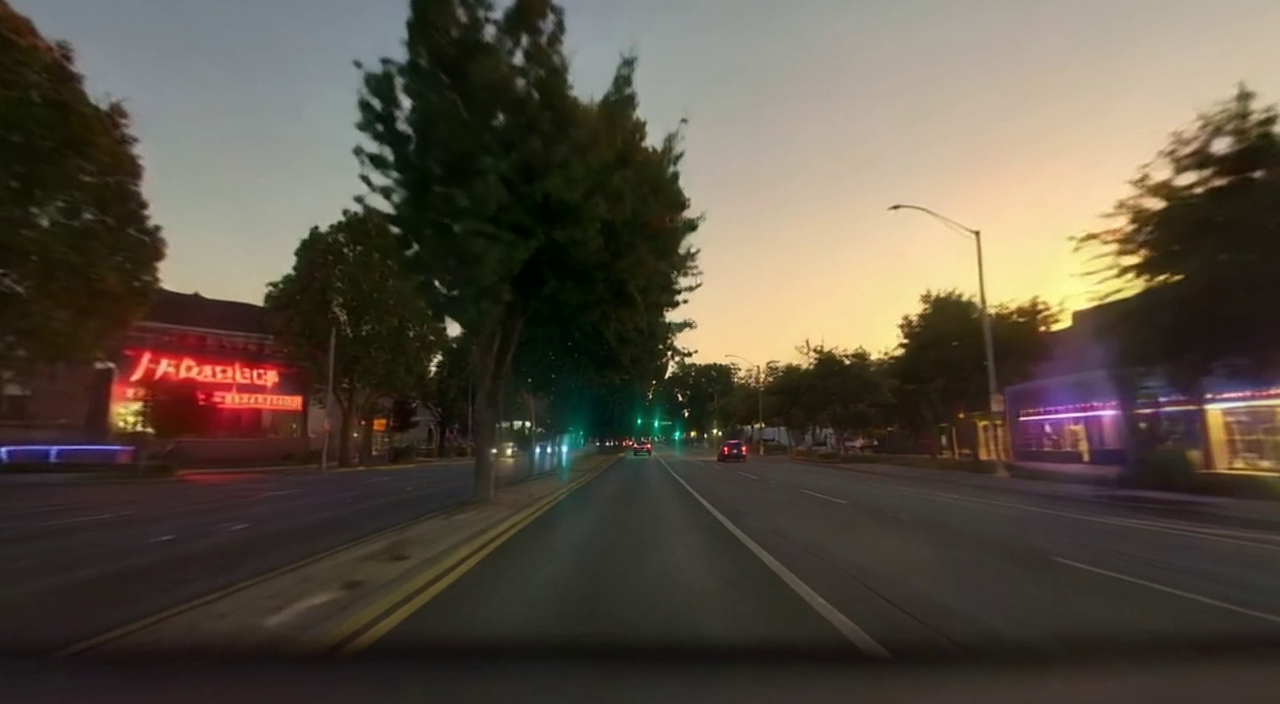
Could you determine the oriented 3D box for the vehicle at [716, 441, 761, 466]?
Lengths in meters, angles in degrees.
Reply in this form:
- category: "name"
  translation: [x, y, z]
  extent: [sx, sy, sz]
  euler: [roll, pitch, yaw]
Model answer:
- category: "vehicle"
  translation: [6.338, 6.589, 41.149]
  extent: [2.024, 1.475, 4.600]
  euler: [0, -8, -2]
